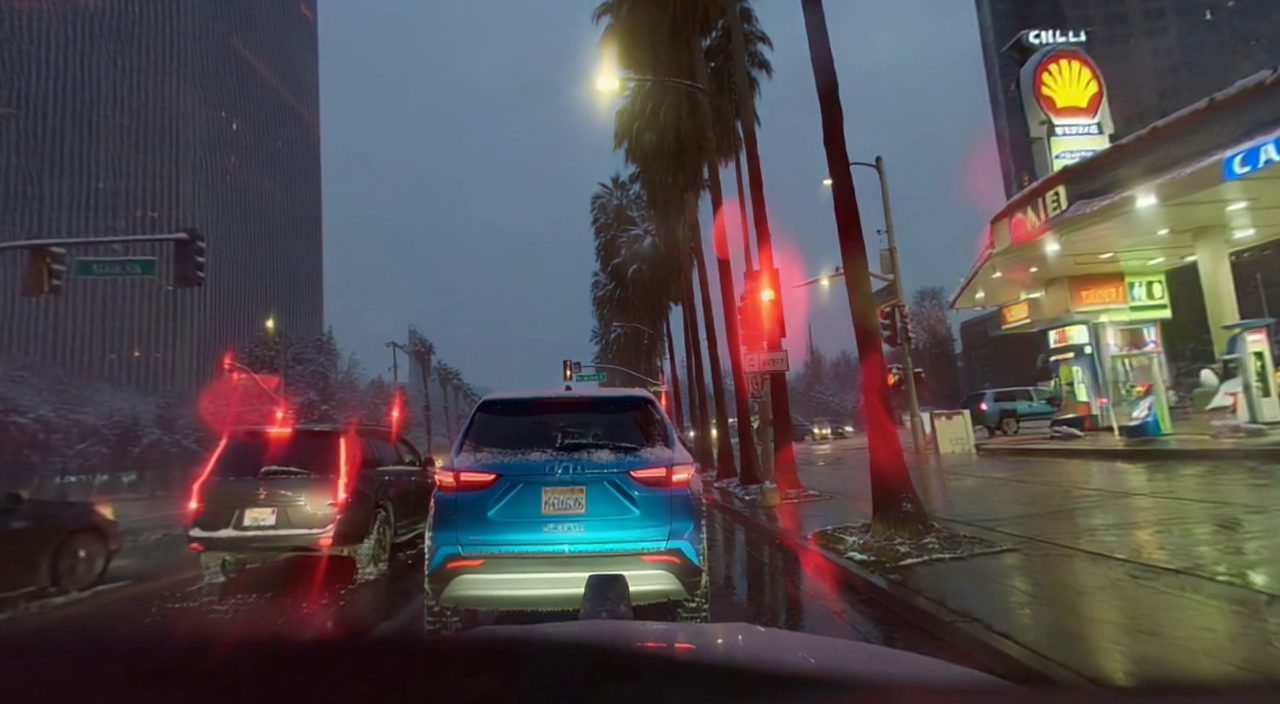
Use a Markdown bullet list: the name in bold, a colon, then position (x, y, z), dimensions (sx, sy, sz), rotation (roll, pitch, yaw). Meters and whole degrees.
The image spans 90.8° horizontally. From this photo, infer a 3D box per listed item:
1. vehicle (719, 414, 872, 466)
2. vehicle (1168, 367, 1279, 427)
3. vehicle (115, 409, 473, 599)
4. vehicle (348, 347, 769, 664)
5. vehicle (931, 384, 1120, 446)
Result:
- **vehicle**: position (5.265, 3.052, 21.893), dimensions (4.712, 1.706, 1.956), rotation (0, -8, -3)
- **vehicle**: position (22.687, 1.688, 22.935), dimensions (5.033, 1.999, 2.259), rotation (0, -8, -4)
- **vehicle**: position (-3.813, 1.750, 8.335), dimensions (2.097, 1.692, 5.030), rotation (0, -8, -3)
- **vehicle**: position (-0.545, 1.266, 6.317), dimensions (2.519, 1.913, 4.819), rotation (0, -8, -2)
- **vehicle**: position (13.561, 2.290, 22.468), dimensions (5.307, 2.076, 2.122), rotation (0, -8, -3)
